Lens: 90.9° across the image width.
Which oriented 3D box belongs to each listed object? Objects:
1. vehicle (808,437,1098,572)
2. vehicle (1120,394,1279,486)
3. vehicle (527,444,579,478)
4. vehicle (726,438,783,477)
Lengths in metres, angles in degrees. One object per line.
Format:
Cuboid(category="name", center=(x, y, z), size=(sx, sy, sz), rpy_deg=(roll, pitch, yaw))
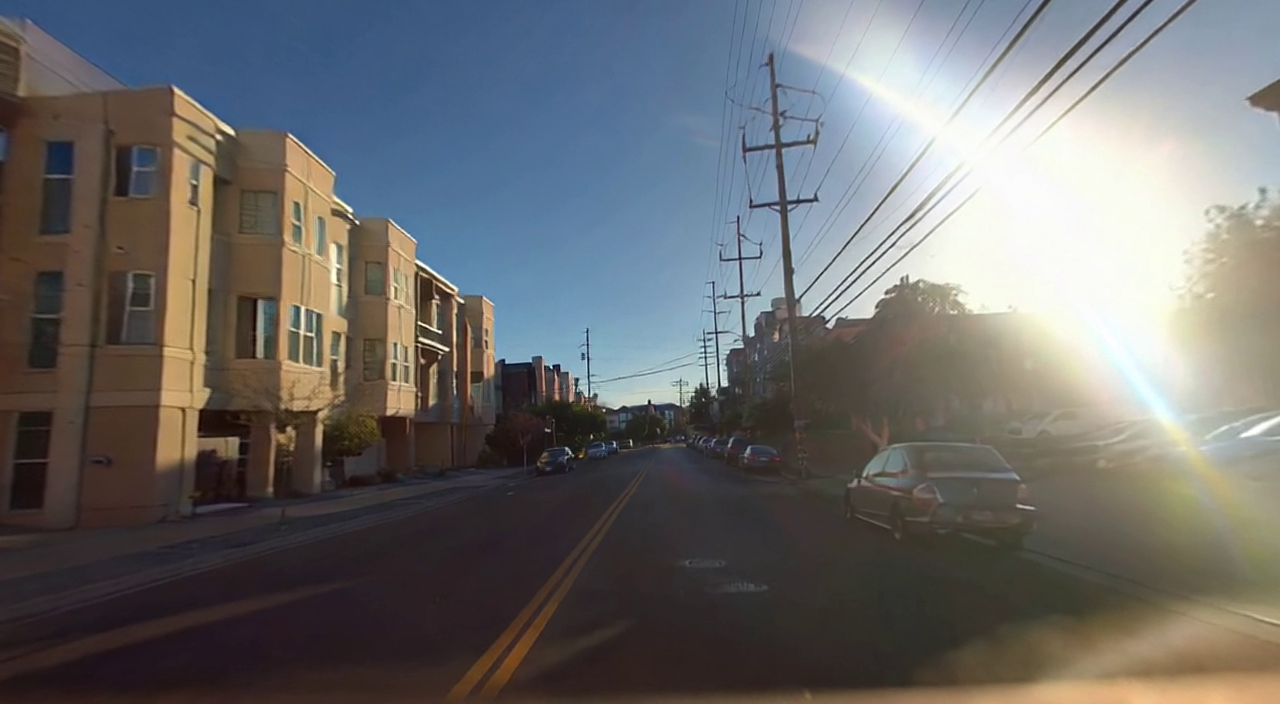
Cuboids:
Cuboid(category="vehicle", center=(4.026, 1.999, 9.247), size=(1.928, 1.440, 4.738), rpy_deg=(0, -8, 2))
Cuboid(category="vehicle", center=(11.241, 1.663, 11.895), size=(1.801, 1.491, 3.488), rpy_deg=(-1, -8, 6))
Cuboid(category="vehicle", center=(-4.444, 5.638, 32.928), size=(1.913, 1.672, 4.267), rpy_deg=(-1, -8, 3))
Cuboid(category="vehicle", center=(5.018, 4.689, 28.198), size=(1.914, 1.591, 3.892), rpy_deg=(0, -8, 1))
